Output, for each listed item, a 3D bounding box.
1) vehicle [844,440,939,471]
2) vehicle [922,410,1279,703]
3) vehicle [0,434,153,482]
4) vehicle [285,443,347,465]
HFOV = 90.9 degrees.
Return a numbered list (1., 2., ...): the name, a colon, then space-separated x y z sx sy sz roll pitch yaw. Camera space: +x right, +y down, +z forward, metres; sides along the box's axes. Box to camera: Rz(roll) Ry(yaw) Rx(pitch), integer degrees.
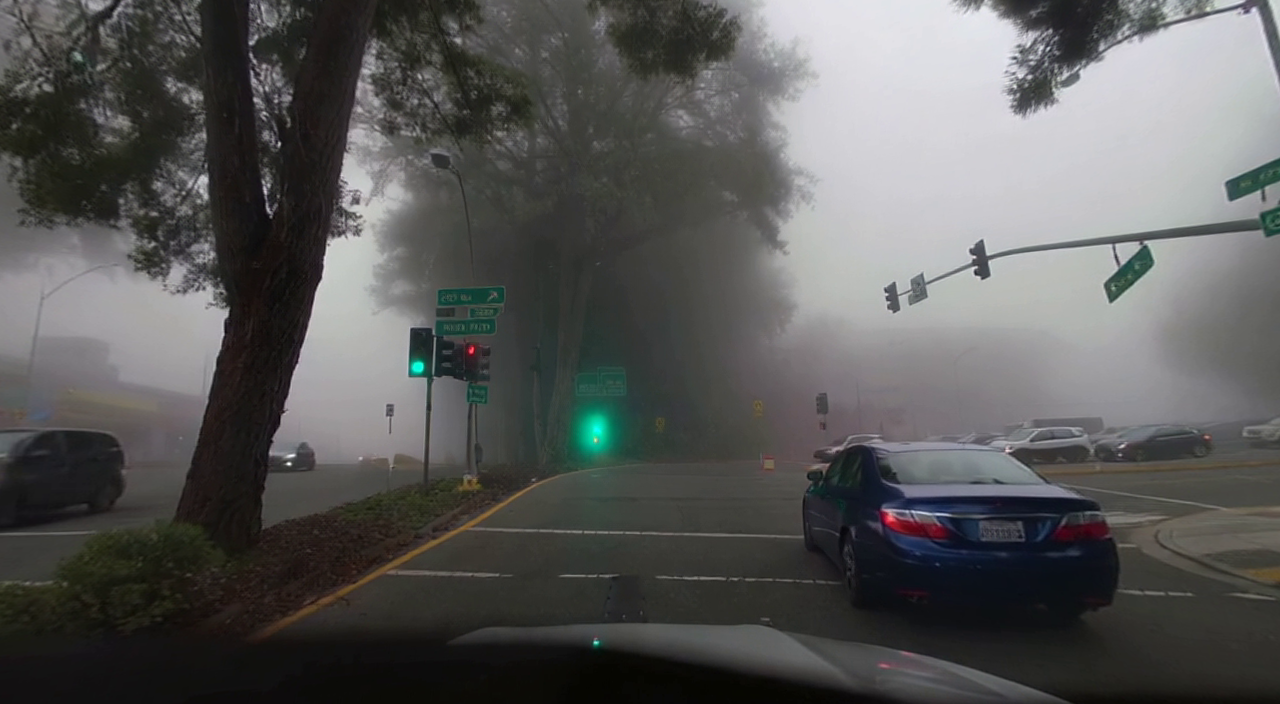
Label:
1. vehicle: 13.032 5.302 32.556 4.703 1.492 1.930 4 -10 -29
2. vehicle: 4.035 1.186 4.127 1.940 1.487 4.562 1 -8 -5
3. vehicle: -22.810 4.262 25.745 2.111 1.742 4.757 0 -8 -3
4. vehicle: -23.867 7.536 46.689 2.201 1.483 4.656 0 -8 -1
